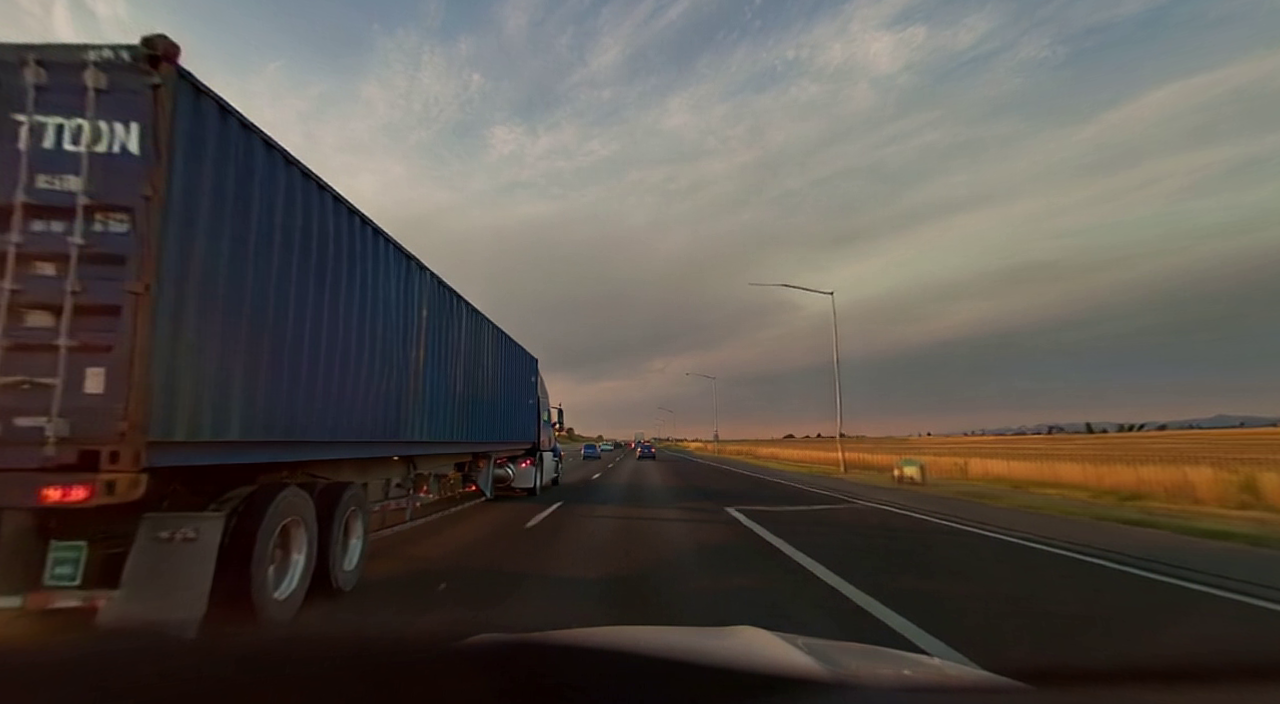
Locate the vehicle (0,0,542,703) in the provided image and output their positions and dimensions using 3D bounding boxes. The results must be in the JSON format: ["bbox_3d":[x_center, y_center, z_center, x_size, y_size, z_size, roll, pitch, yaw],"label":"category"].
[{"bbox_3d":[-3.951,0.566,8.811,2.840,4.032,13.388,0,-8,1],"label":"vehicle"}]

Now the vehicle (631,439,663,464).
[{"bbox_3d":[0.479,7.154,45.485,2.136,1.718,4.157,0,-8,0],"label":"vehicle"}]
